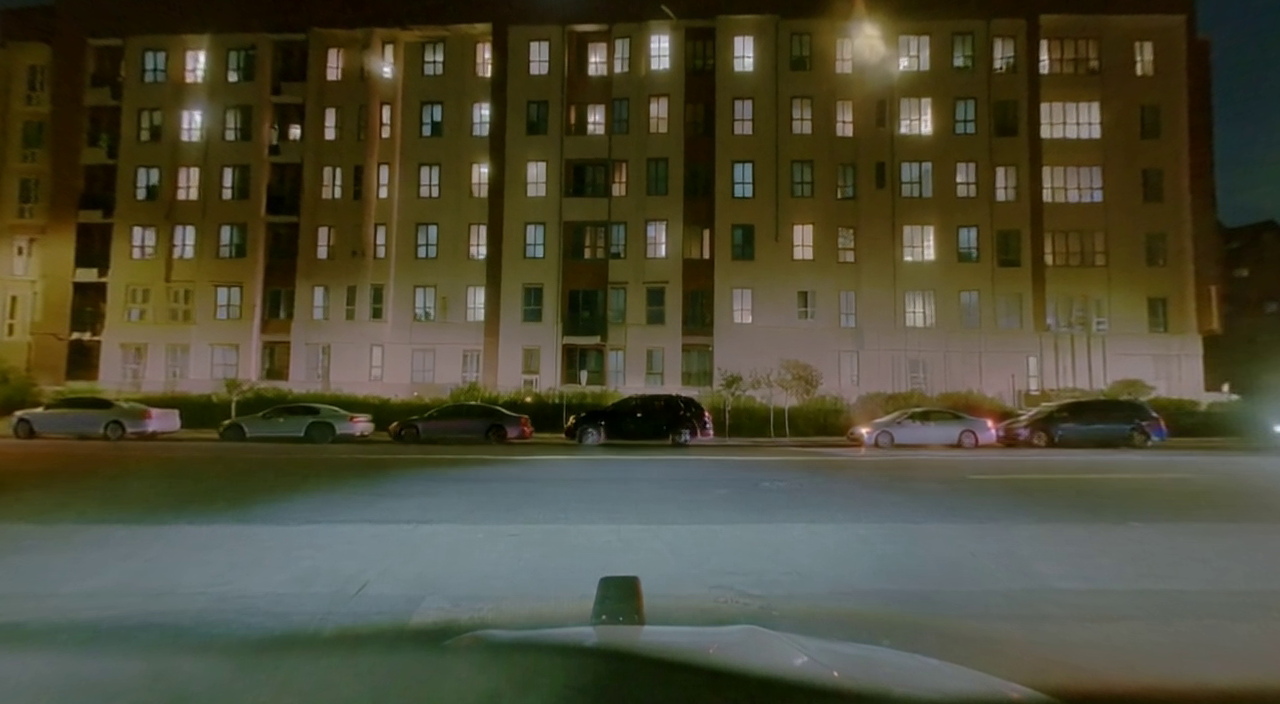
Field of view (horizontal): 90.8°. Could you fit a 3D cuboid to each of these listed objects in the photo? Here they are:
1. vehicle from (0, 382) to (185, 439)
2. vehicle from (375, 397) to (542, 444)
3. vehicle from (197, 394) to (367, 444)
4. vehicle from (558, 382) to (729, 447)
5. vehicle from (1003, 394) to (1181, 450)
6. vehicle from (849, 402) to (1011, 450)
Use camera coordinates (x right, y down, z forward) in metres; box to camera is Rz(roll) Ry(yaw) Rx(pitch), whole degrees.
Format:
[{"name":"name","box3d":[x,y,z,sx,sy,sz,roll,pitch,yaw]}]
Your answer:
[{"name":"vehicle","box3d":[-17.475,1.894,20.063,4.426,1.641,1.889,1,-8,-5]},{"name":"vehicle","box3d":[-5.748,2.253,20.477,4.851,1.339,1.785,1,-9,-2]},{"name":"vehicle","box3d":[-11.390,2.176,20.335,4.336,1.438,1.776,2,-7,-3]},{"name":"vehicle","box3d":[0.066,2.095,20.636,5.299,1.860,2.098,2,-9,-5]},{"name":"vehicle","box3d":[15.057,2.317,21.244,4.544,1.780,1.966,0,-3,-1]},{"name":"vehicle","box3d":[9.457,2.437,20.808,4.521,1.411,1.726,2,-6,-3]}]
